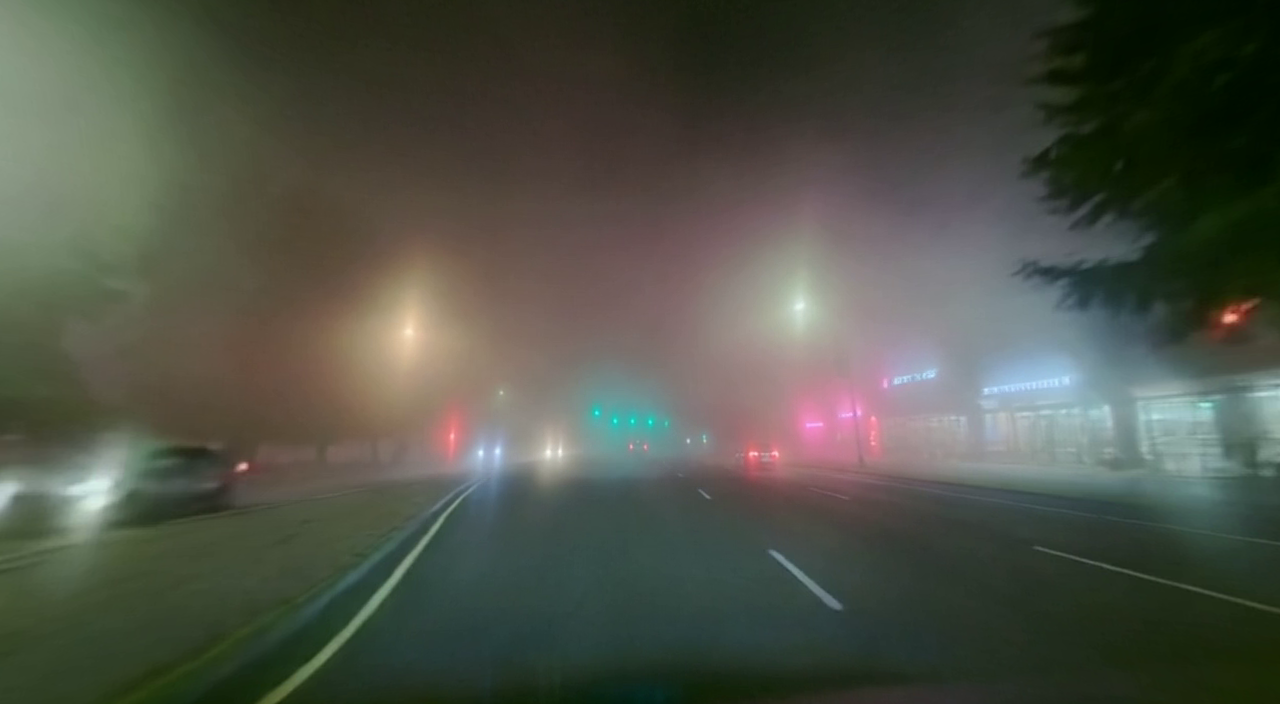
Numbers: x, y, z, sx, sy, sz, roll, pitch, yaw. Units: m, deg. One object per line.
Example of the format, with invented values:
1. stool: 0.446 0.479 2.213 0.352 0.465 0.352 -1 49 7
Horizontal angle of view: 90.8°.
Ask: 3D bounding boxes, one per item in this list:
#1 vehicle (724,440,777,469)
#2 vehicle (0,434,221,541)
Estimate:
1. vehicle: 6.168 5.784 35.835 2.024 1.475 4.600 0 -8 -2
2. vehicle: -9.582 2.213 11.001 1.676 1.469 4.362 0 -8 -2
